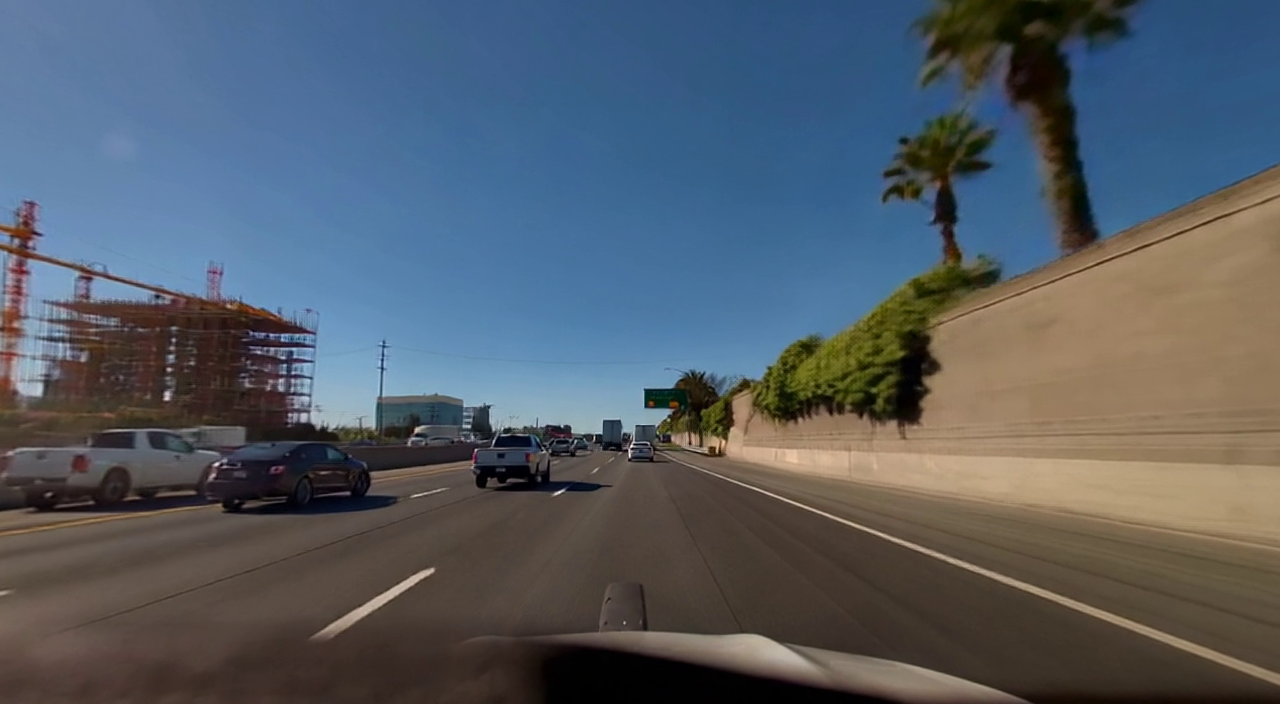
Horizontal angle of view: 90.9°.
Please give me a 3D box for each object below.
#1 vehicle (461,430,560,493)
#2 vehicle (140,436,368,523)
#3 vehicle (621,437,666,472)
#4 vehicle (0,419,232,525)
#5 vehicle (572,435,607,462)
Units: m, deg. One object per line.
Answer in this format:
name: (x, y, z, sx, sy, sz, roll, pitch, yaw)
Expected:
vehicle: (-3.942, 3.408, 20.052, 2.108, 1.740, 4.549, 0, -8, 1)
vehicle: (-7.645, 2.543, 13.165, 1.949, 1.476, 4.410, 0, -8, 0)
vehicle: (0.184, 5.207, 32.256, 2.136, 1.678, 4.052, 0, -8, 0)
vehicle: (-11.636, 2.487, 13.675, 2.077, 1.829, 5.101, 0, -8, 1)
vehicle: (-3.764, 7.351, 48.070, 2.203, 1.958, 4.848, -1, -8, 1)
